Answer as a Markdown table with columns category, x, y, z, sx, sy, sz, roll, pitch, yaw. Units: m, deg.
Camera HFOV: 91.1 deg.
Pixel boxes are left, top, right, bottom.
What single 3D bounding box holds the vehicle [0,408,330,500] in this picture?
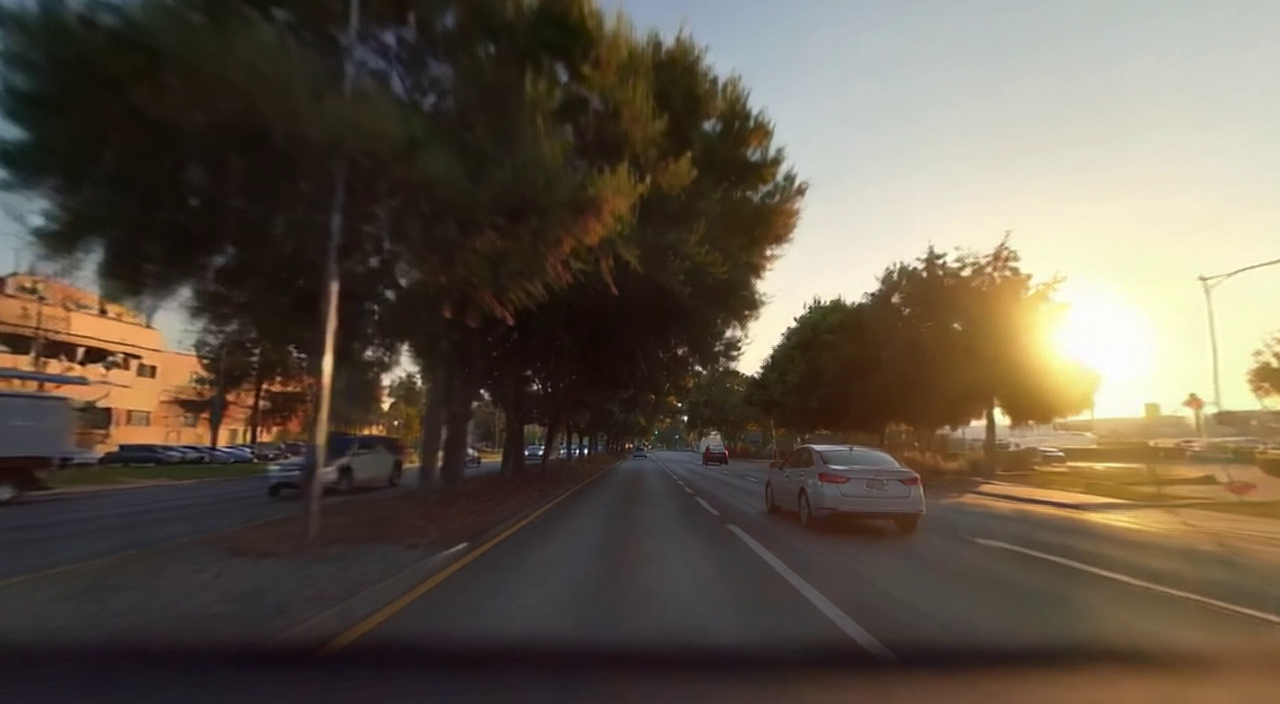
| category | x | y | z | sx | sy | sz | roll | pitch | yaw |
| --- | --- | --- | --- | --- | --- | --- | --- | --- | --- |
| vehicle | -18.485 | 4.202 | 26.490 | 2.964 | 2.641 | 15.868 | -2 | -9 | 0 |

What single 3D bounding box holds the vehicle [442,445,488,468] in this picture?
| category | x | y | z | sx | sy | sz | roll | pitch | yaw |
| --- | --- | --- | --- | --- | --- | --- | --- | --- | --- |
| vehicle | -12.174 | 7.310 | 44.039 | 1.878 | 1.470 | 4.477 | 0 | -8 | 1 |

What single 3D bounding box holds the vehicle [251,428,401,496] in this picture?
| category | x | y | z | sx | sy | sz | roll | pitch | yaw |
| --- | --- | --- | --- | --- | --- | --- | --- | --- | --- |
| vehicle | -9.075 | 3.215 | 18.749 | 1.953 | 1.753 | 4.843 | 0 | -9 | 0 |

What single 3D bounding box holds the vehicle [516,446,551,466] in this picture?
| category | x | y | z | sx | sy | sz | roll | pitch | yaw |
| --- | --- | --- | --- | --- | --- | --- | --- | --- | --- |
| vehicle | -8.340 | 8.145 | 49.392 | 1.926 | 1.509 | 4.303 | 0 | -9 | 1 |

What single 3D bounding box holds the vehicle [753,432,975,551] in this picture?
| category | x | y | z | sx | sy | sz | roll | pitch | yaw |
| --- | --- | --- | --- | --- | --- | --- | --- | --- | --- |
| vehicle | 3.262 | 2.113 | 10.272 | 1.935 | 1.501 | 4.384 | 0 | -9 | -1 |
